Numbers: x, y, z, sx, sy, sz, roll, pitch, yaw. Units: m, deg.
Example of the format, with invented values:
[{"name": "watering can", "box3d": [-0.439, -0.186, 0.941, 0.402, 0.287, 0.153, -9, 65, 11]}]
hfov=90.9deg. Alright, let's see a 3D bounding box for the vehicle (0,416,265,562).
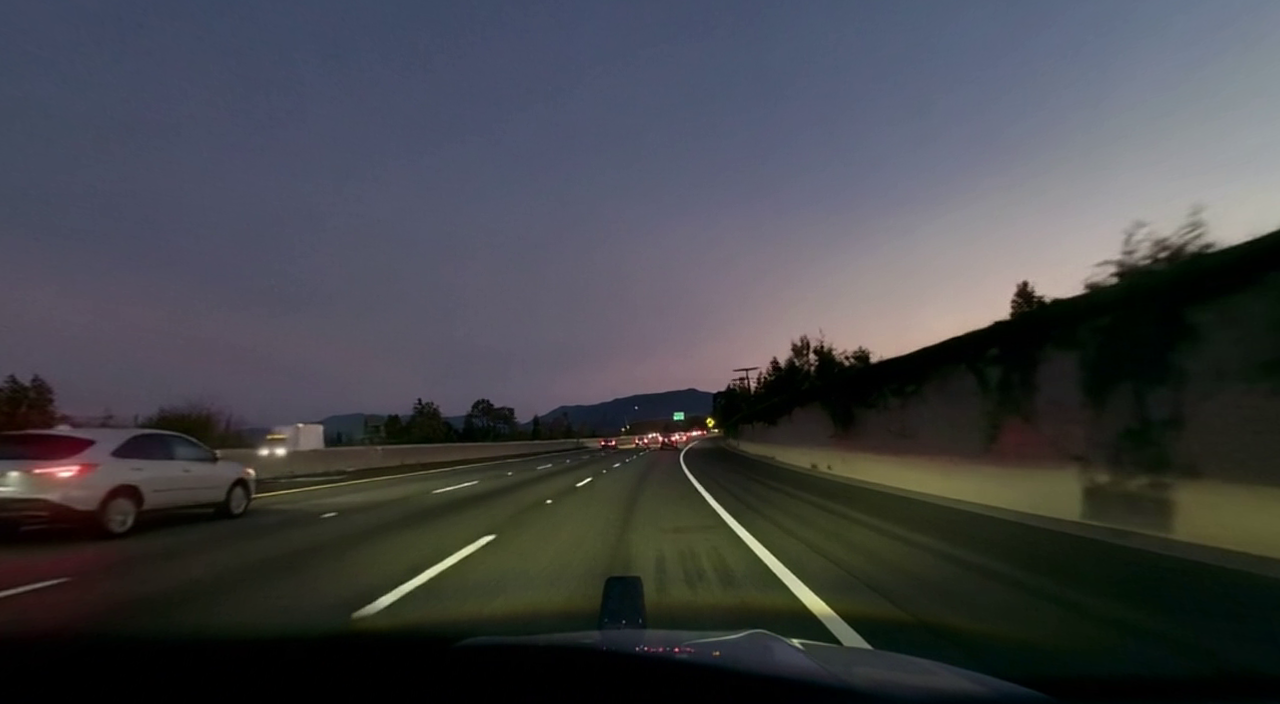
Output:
[{"name": "vehicle", "box3d": [-7.461, 1.694, 8.396, 1.914, 1.478, 4.741, 0, -8, 1]}]
